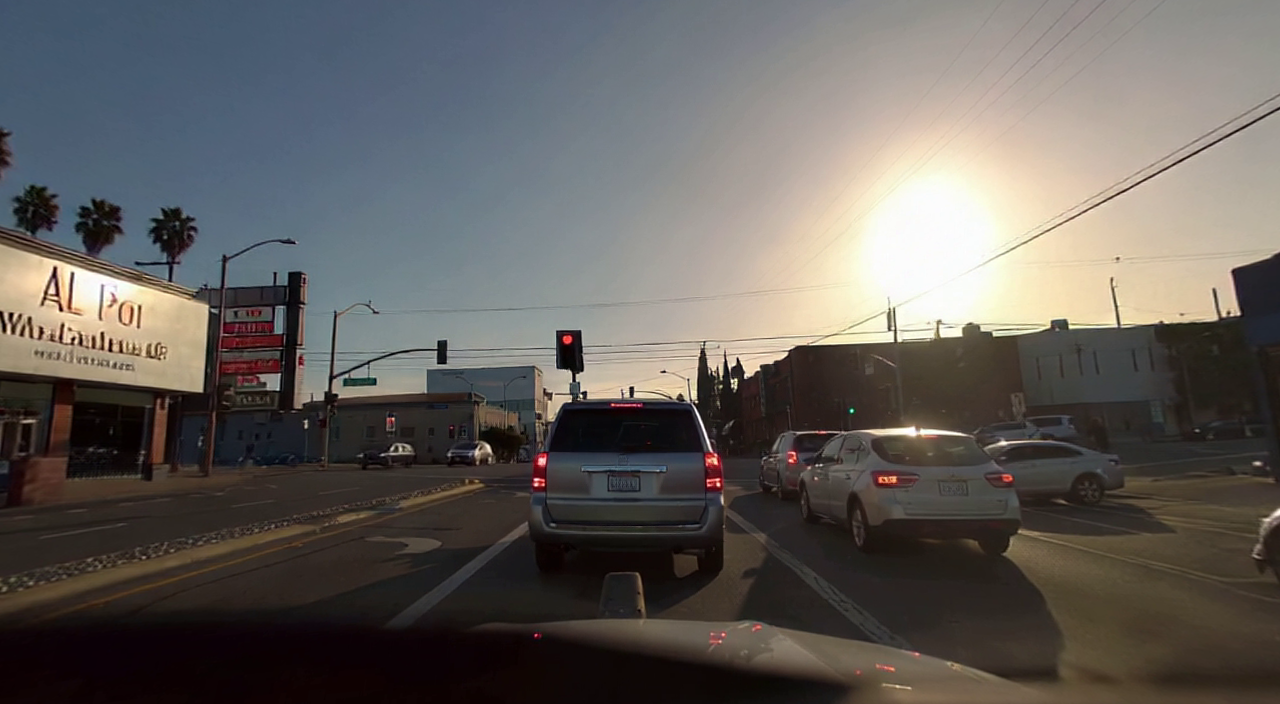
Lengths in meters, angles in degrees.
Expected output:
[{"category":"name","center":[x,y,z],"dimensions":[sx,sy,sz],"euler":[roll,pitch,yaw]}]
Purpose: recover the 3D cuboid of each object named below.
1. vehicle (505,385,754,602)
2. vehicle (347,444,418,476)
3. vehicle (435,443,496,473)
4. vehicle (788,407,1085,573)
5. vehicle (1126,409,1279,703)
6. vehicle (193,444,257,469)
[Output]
[{"category":"vehicle","center":[-0.004,1.537,7.683],"dimensions":[2.154,1.861,4.280],"euler":[0,-8,3]},{"category":"vehicle","center":[-14.732,6.190,36.411],"dimensions":[2.102,1.737,4.570],"euler":[0,-8,1]},{"category":"vehicle","center":[-11.276,6.868,41.165],"dimensions":[2.224,1.840,5.290],"euler":[-1,-8,3]},{"category":"vehicle","center":[3.611,1.760,8.804],"dimensions":[2.036,1.719,4.318],"euler":[0,-8,0]},{"category":"vehicle","center":[3.358,0.732,0.812],"dimensions":[1.884,1.484,4.609],"euler":[0,-8,2]},{"category":"vehicle","center":[-27.462,6.871,41.848],"dimensions":[1.693,1.563,3.716],"euler":[0,-8,0]}]
